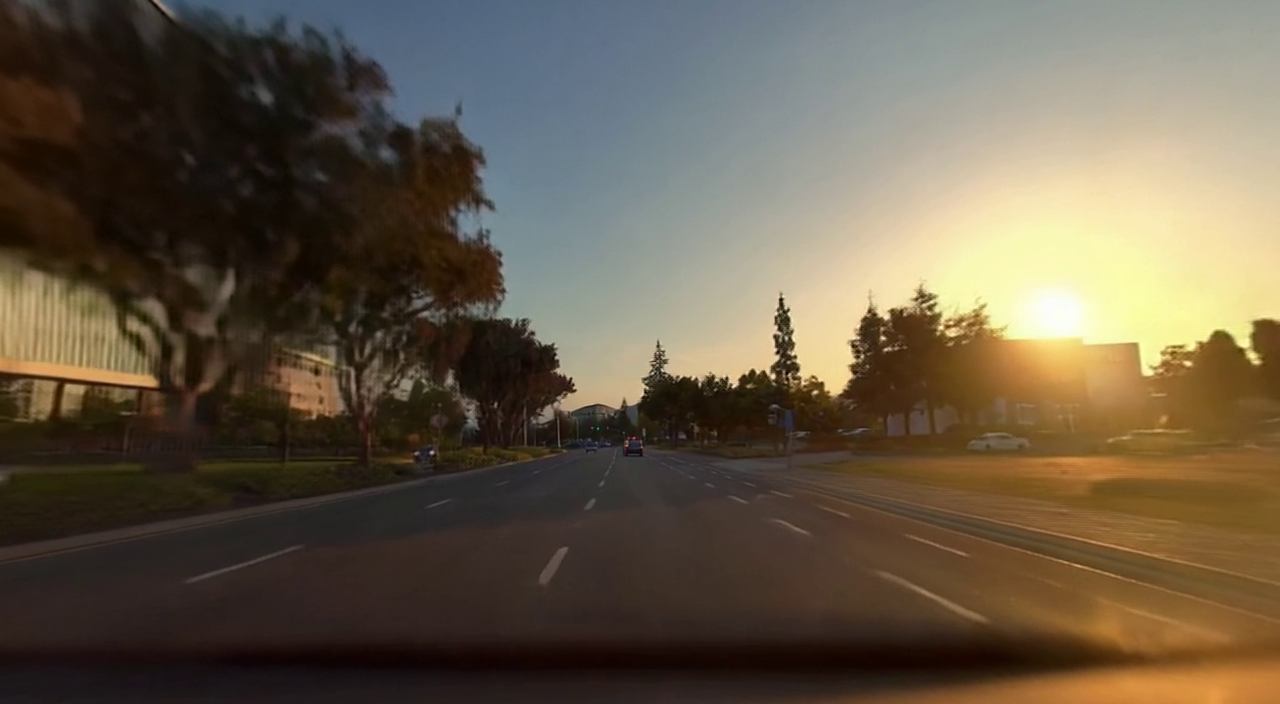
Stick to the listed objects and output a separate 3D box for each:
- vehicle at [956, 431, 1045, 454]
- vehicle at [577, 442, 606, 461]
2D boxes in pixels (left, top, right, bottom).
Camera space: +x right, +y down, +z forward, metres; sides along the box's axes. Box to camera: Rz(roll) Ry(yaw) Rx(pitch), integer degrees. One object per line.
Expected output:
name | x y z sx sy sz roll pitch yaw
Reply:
vehicle | 24.123 6.059 42.350 4.758 1.522 1.930 0 -8 -3
vehicle | -3.777 7.842 49.884 2.080 1.445 4.096 0 -8 -2
